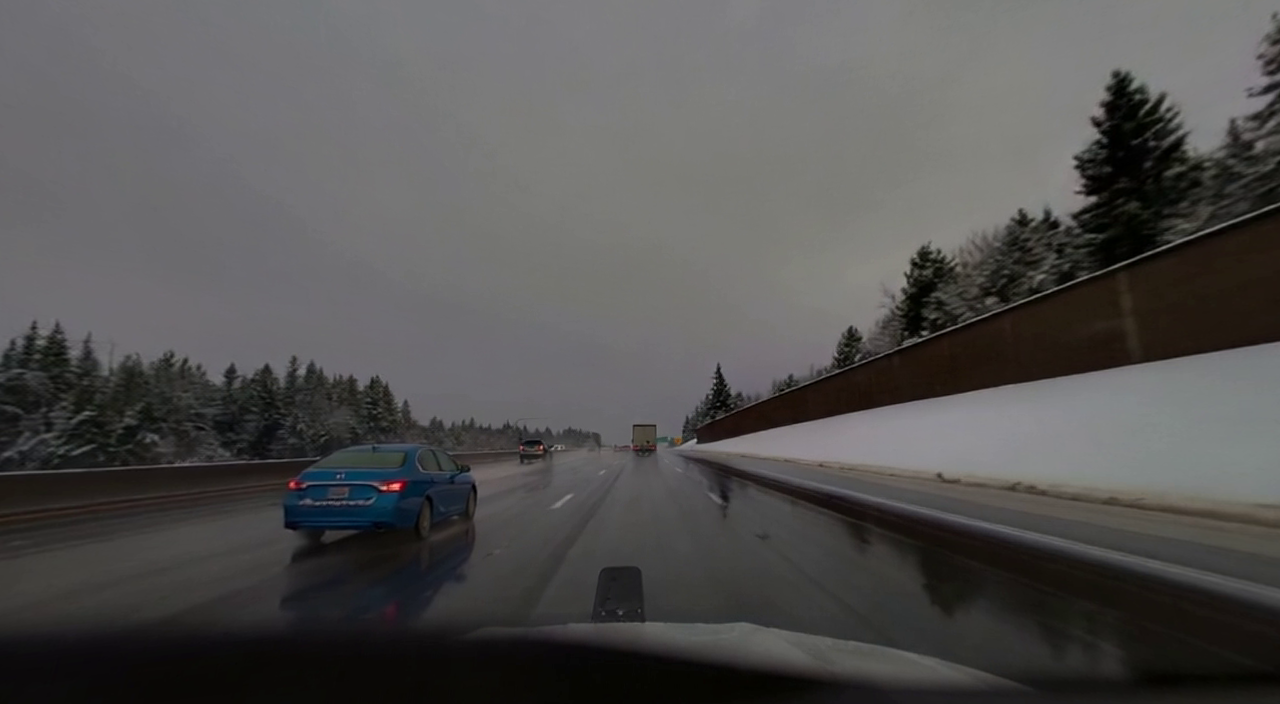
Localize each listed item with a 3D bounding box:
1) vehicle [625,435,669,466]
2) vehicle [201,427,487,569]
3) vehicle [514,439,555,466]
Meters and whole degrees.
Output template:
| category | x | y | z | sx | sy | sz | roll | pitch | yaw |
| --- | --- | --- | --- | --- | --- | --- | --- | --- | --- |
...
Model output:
| category | x | y | z | sx | sy | sz | roll | pitch | yaw |
| --- | --- | --- | --- | --- | --- | --- | --- | --- | --- |
| vehicle | 0.396 | 6.756 | 43.464 | 2.856 | 1.994 | 4.931 | 0 | -8 | -1 |
| vehicle | -3.736 | 1.908 | 9.041 | 2.000 | 1.512 | 4.371 | 0 | -8 | 0 |
| vehicle | -7.356 | 7.026 | 44.231 | 2.068 | 1.757 | 4.611 | 0 | -8 | 0 |
